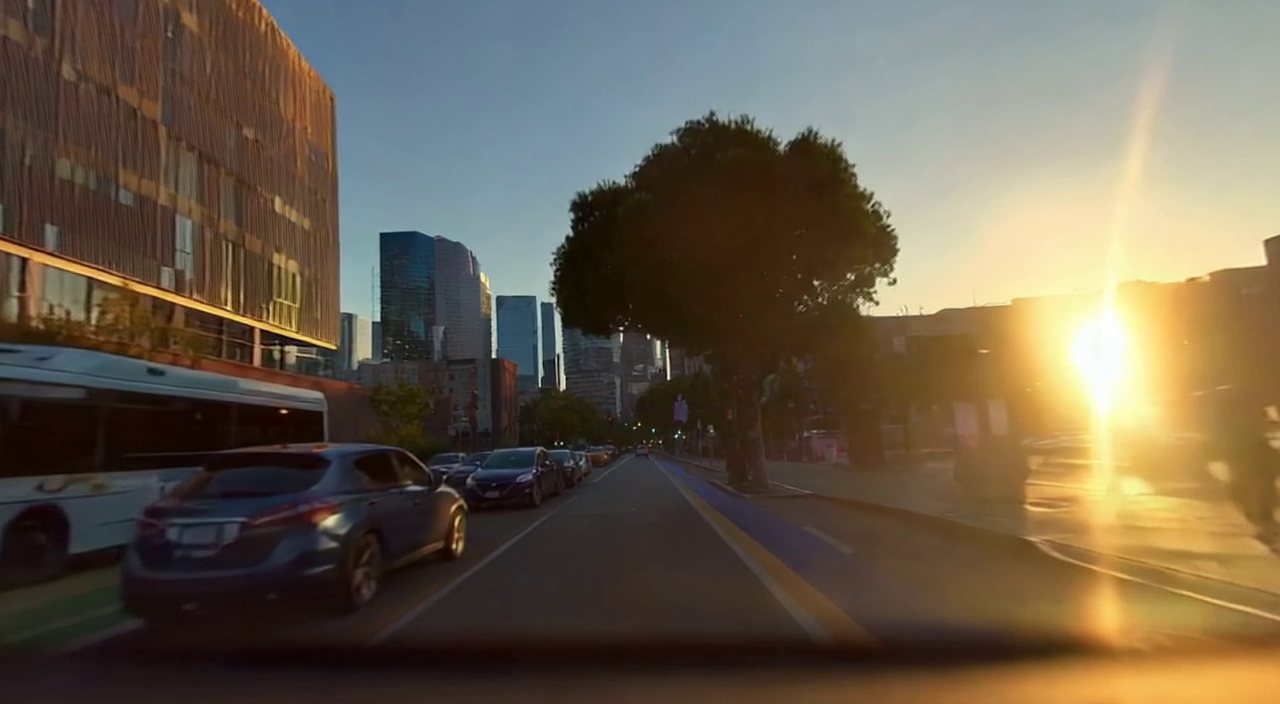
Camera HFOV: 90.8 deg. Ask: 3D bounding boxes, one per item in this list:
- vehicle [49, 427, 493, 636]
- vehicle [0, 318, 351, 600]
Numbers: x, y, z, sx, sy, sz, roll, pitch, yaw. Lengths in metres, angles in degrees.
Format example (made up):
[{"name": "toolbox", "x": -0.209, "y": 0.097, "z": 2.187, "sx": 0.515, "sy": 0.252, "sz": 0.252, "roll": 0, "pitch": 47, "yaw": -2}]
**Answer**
[{"name": "vehicle", "x": -3.499, "y": 1.783, "z": 7.460, "sx": 2.266, "sy": 1.621, "sz": 4.783, "roll": -1, "pitch": -8, "yaw": 1}, {"name": "vehicle", "x": -9.372, "y": 2.035, "z": 11.632, "sx": 3.233, "sy": 3.399, "sz": 10.283, "roll": -8, "pitch": -8, "yaw": -1}]
